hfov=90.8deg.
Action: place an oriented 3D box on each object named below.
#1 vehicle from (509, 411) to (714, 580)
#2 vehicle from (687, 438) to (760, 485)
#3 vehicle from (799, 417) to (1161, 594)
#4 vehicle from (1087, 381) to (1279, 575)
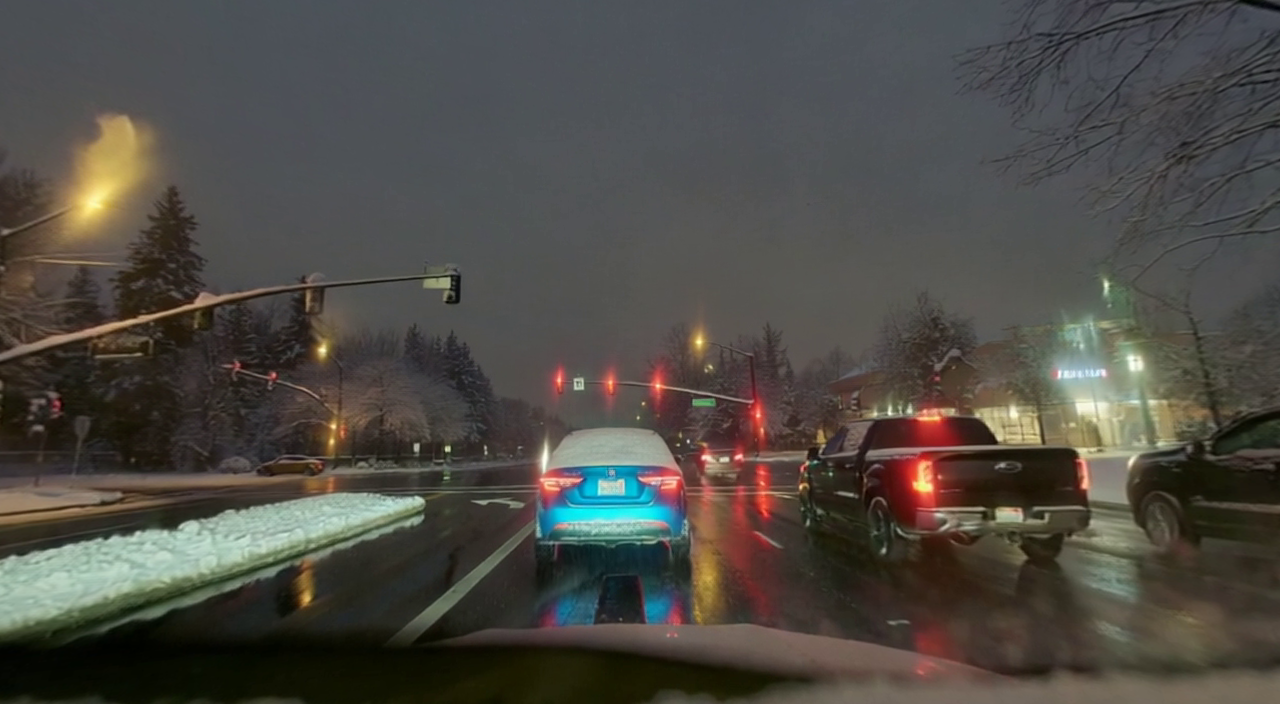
[{"bbox_3d":[-0.294,1.711,8.239,2.037,1.674,3.693,0,-8,0],"label":"vehicle"},{"bbox_3d":[3.116,4.174,24.432,2.031,1.626,4.264,0,-8,-3],"label":"vehicle"},{"bbox_3d":[3.618,1.707,7.973,1.955,1.550,4.587,0,-8,-1],"label":"vehicle"},{"bbox_3d":[7.546,1.223,6.063,2.240,1.923,5.678,0,-8,-1],"label":"vehicle"}]
